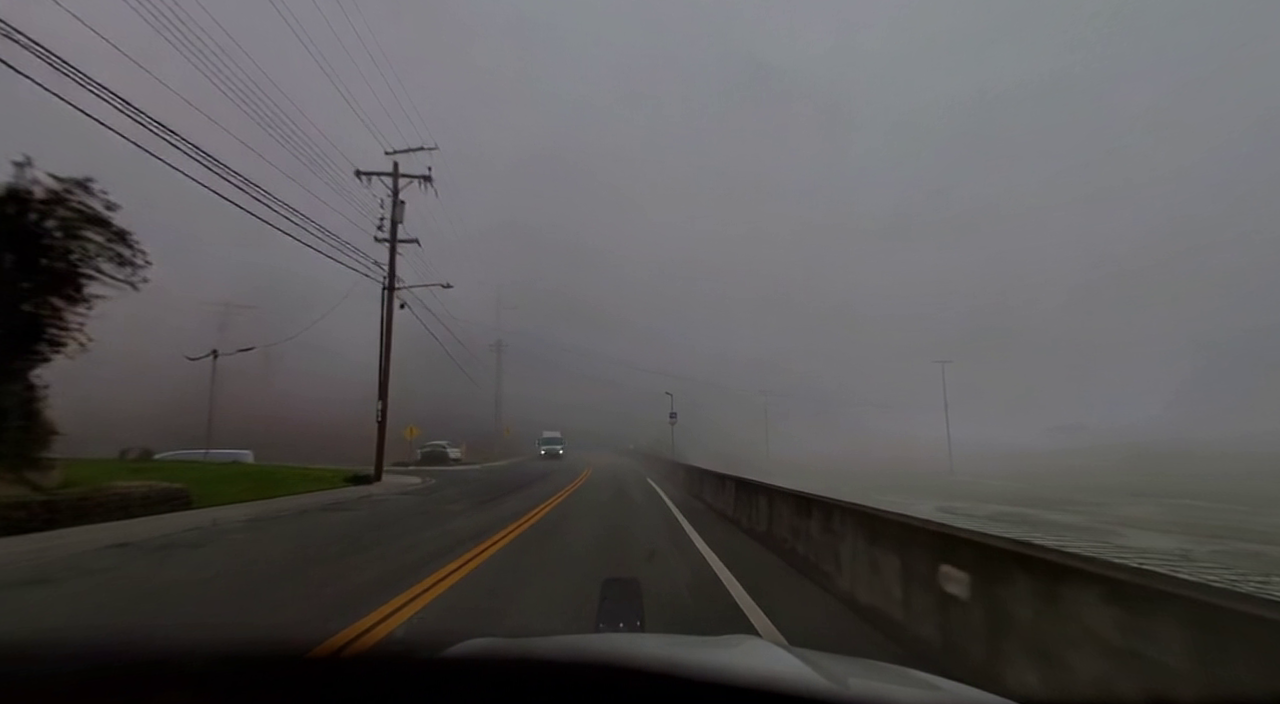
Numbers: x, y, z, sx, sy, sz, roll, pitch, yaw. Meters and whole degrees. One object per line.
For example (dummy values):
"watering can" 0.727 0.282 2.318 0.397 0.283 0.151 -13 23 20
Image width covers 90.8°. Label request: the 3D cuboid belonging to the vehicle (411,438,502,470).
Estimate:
"vehicle" -10.294 5.750 35.706 4.500 1.674 1.915 8 -12 -42
